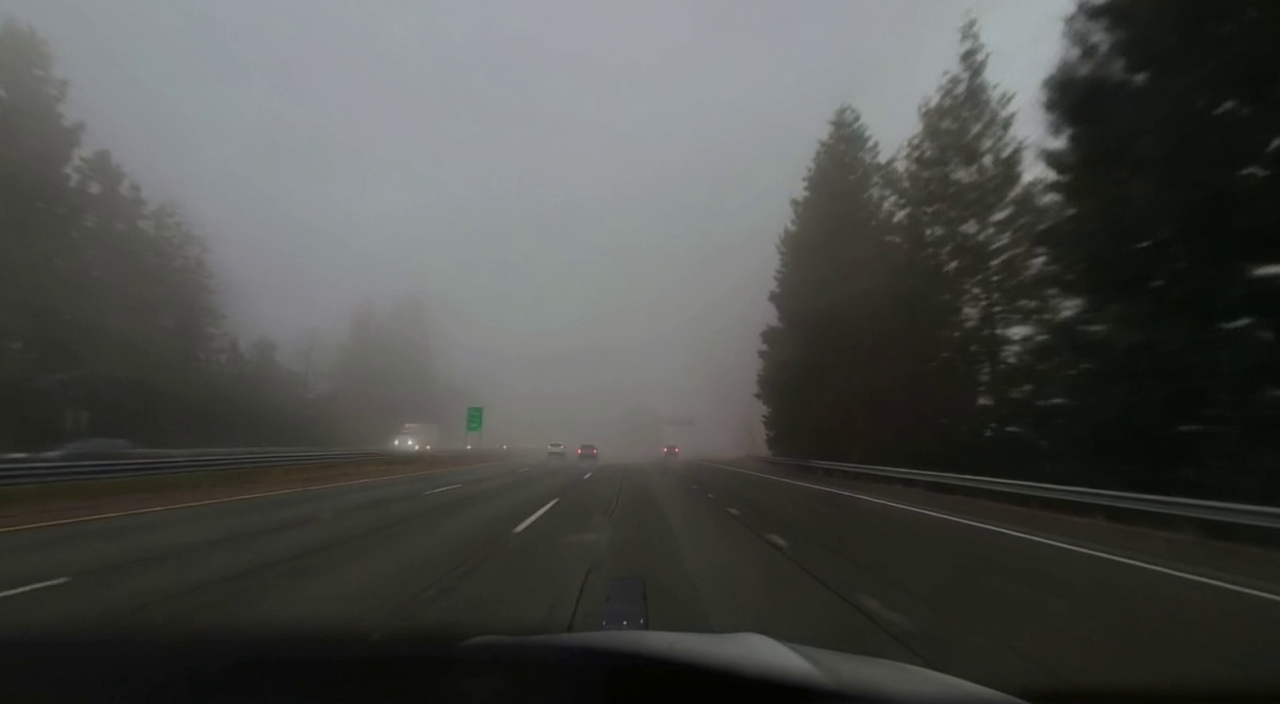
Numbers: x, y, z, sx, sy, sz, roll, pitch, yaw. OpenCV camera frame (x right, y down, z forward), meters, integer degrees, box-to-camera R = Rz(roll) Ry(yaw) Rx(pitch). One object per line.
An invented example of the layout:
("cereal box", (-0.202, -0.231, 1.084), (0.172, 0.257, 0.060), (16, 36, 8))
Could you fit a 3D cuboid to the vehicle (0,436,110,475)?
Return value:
("vehicle", (-24.760, 4.282, 26.209), (1.765, 1.480, 3.908), (0, -8, 0))
